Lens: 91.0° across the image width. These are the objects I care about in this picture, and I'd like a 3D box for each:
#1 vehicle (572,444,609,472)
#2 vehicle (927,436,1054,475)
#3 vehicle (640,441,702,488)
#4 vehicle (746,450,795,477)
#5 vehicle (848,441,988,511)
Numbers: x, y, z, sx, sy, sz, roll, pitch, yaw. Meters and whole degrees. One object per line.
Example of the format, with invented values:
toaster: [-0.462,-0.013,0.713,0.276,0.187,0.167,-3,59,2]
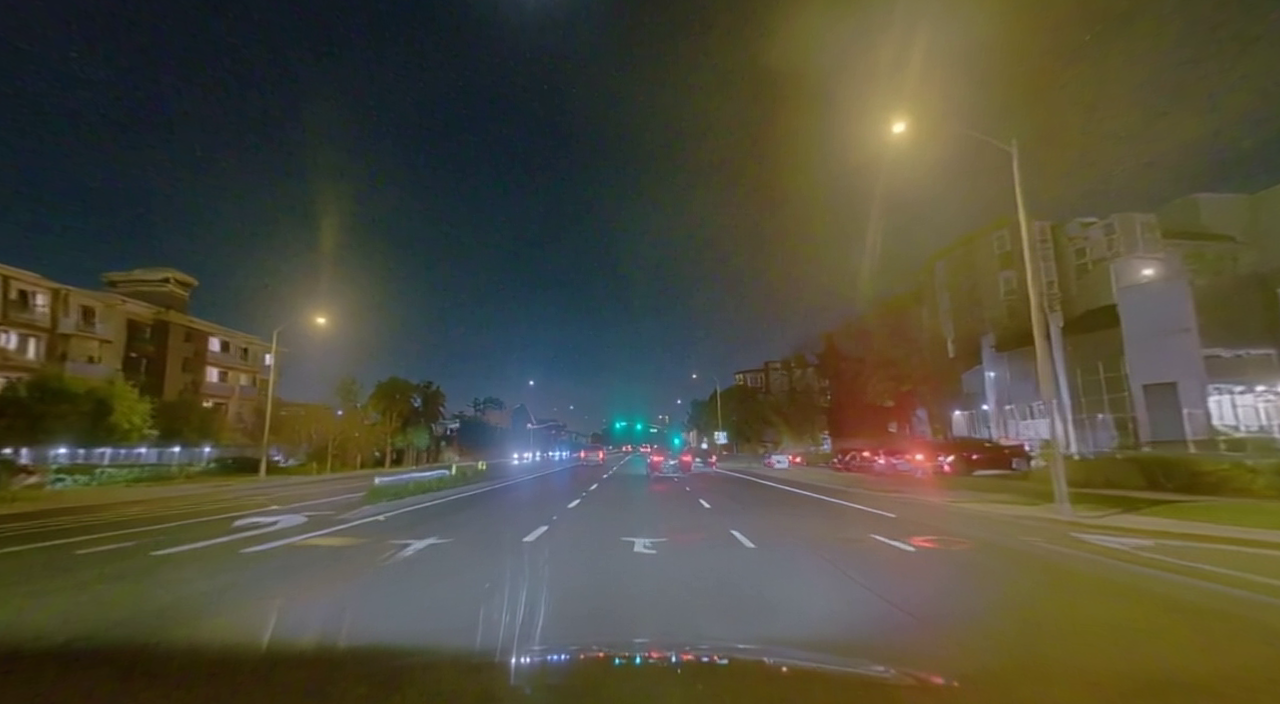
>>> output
vehicle: [-3.232,7.054,42.162,2.084,1.735,4.528,0,-8,0]
vehicle: [15.508,4.601,28.062,4.489,1.557,1.792,-2,-9,2]
vehicle: [1.136,4.423,25.148,2.084,1.682,4.148,1,-9,-3]
vehicle: [7.740,6.608,37.687,1.947,1.474,4.634,0,-9,0]
vehicle: [7.718,3.436,18.008,2.012,1.737,4.129,0,-9,-2]
